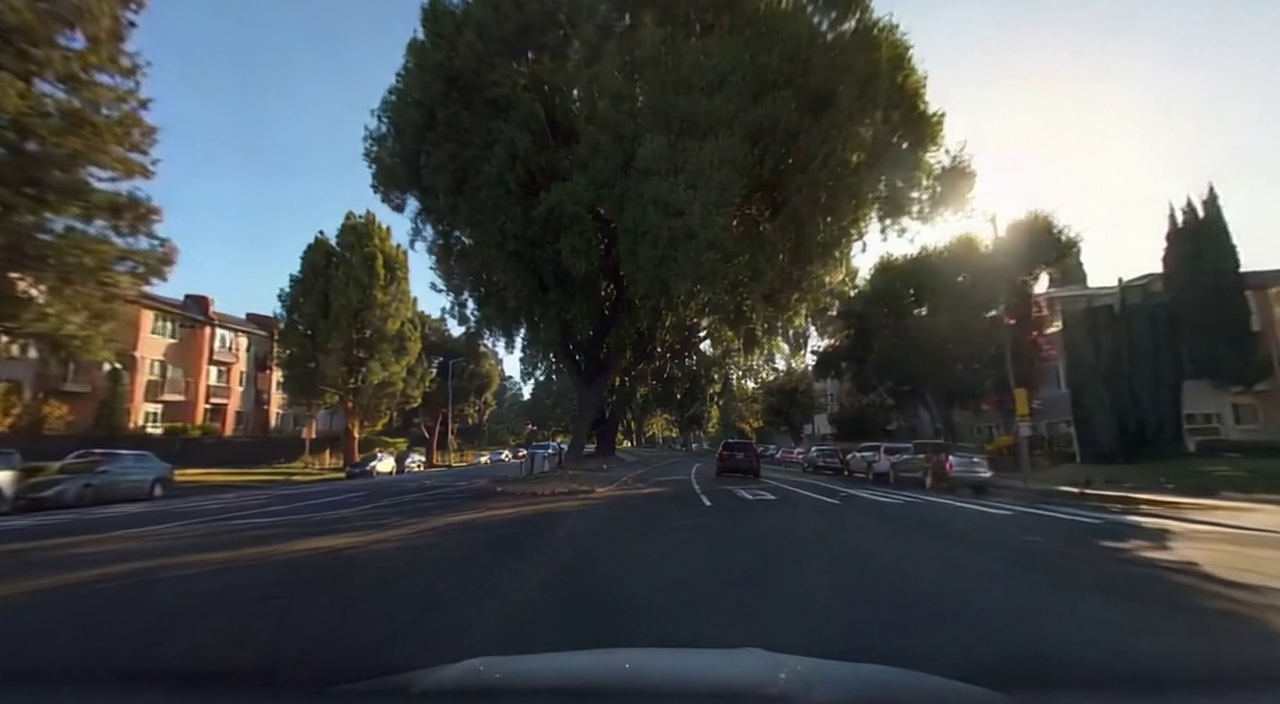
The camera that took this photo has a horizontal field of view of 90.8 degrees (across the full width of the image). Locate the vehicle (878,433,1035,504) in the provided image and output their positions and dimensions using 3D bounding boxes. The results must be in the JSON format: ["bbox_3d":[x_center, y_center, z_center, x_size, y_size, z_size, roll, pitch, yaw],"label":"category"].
[{"bbox_3d":[10.256,3.804,21.244,2.460,2.002,5.900,-1,-8,3],"label":"vehicle"}]

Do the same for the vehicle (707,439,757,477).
[{"bbox_3d":[4.547,5.297,31.749,2.085,1.763,4.490,-1,-8,4],"label":"vehicle"}]

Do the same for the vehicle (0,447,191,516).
[{"bbox_3d":[-16.657,3.881,19.534,2.014,1.734,4.651,-2,-8,2],"label":"vehicle"}]

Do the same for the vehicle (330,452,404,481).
[{"bbox_3d":[-15.727,6.614,36.733,2.002,1.510,4.755,-1,-9,3],"label":"vehicle"}]

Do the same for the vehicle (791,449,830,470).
[{"bbox_3d":[12.251,7.760,45.755,1.856,1.448,4.484,-1,-9,4],"label":"vehicle"}]

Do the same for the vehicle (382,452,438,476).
[{"bbox_3d":[-15.311,7.477,42.308,1.822,1.478,4.275,-1,-9,6],"label":"vehicle"}]
